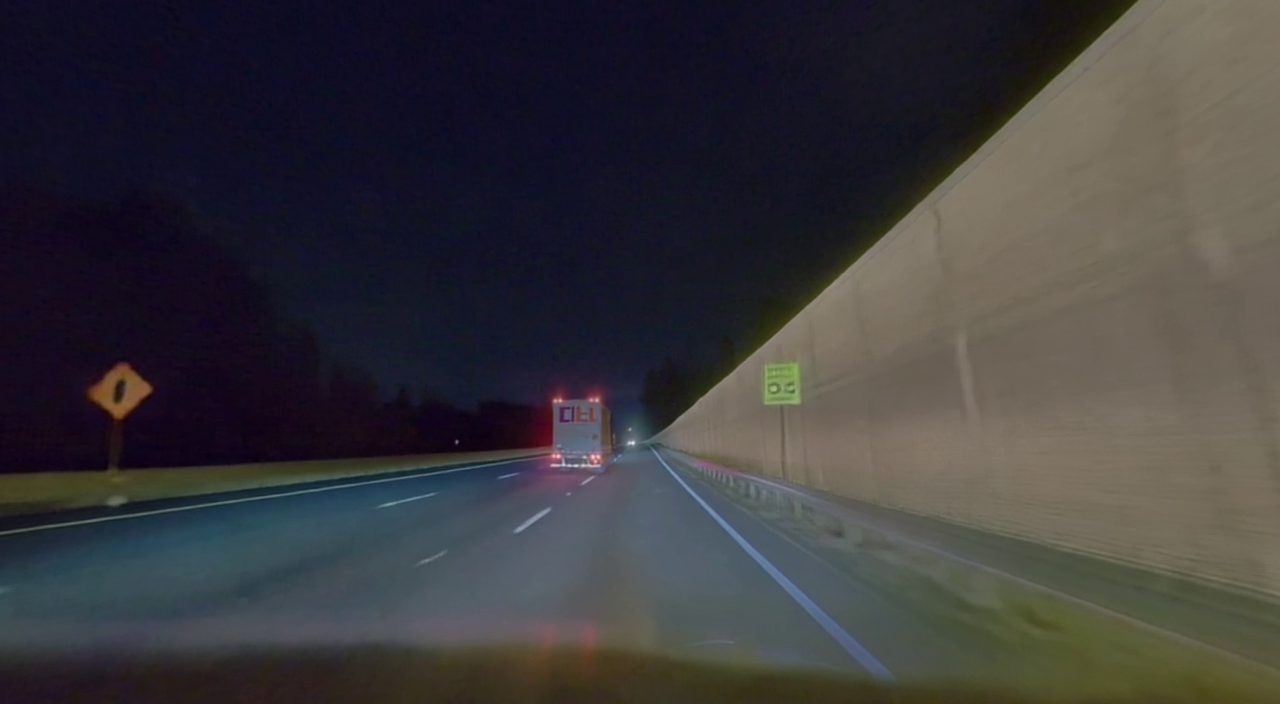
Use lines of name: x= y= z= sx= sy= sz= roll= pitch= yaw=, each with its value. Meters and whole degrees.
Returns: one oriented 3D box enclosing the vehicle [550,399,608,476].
vehicle: x=-3.557 y=5.295 z=38.955 sx=2.796 sy=4.184 sz=8.554 roll=1 pitch=-8 yaw=0
